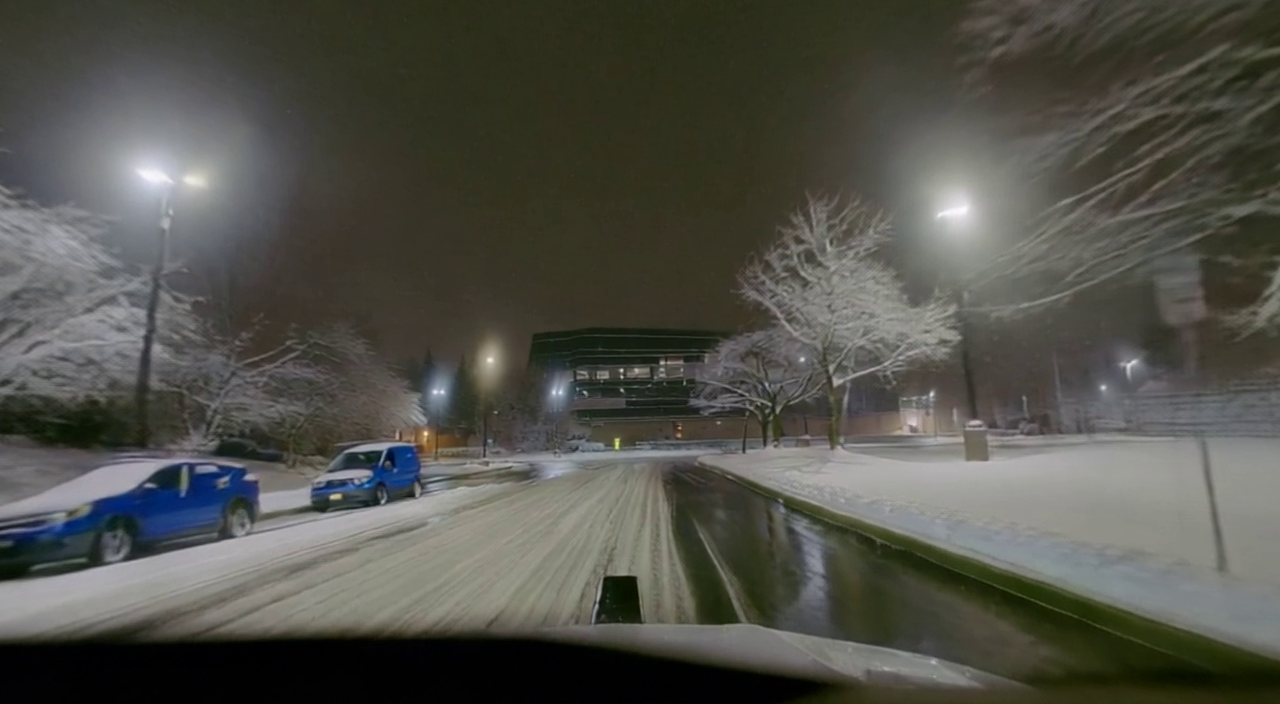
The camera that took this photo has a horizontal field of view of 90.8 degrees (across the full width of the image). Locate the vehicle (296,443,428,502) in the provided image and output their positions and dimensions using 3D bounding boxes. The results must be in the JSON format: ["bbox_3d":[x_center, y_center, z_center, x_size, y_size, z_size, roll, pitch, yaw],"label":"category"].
[{"bbox_3d":[-9.325,4.049,21.791,2.360,1.741,4.912,0,-8,0],"label":"vehicle"}]

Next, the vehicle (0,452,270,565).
[{"bbox_3d":[-9.060,2.627,11.425,2.038,1.525,4.383,0,-8,1],"label":"vehicle"}]
